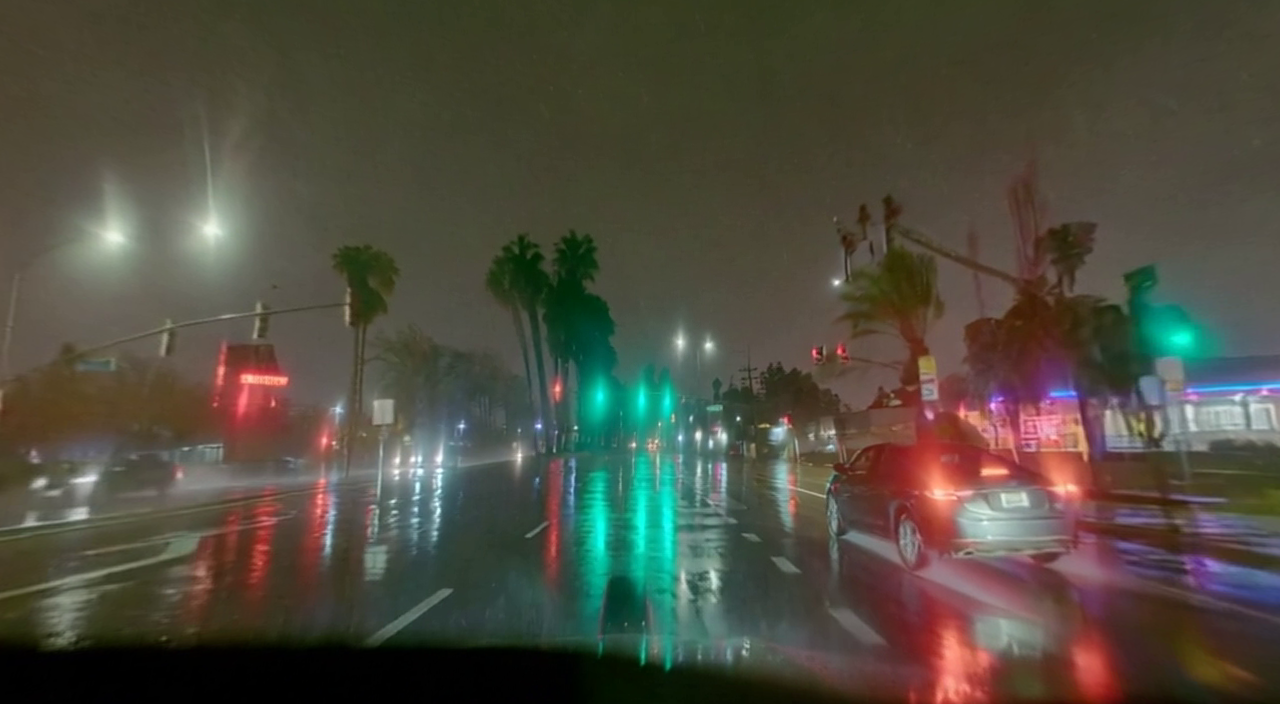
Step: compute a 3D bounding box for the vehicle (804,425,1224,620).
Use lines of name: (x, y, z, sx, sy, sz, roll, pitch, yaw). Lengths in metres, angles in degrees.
vehicle: (3.501, 1.662, 7.283, 1.870, 1.467, 4.800, 0, -8, -1)

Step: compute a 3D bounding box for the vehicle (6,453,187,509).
vehicle: (-18.186, 4.289, 21.507, 1.899, 1.615, 4.784, 0, -8, 0)
